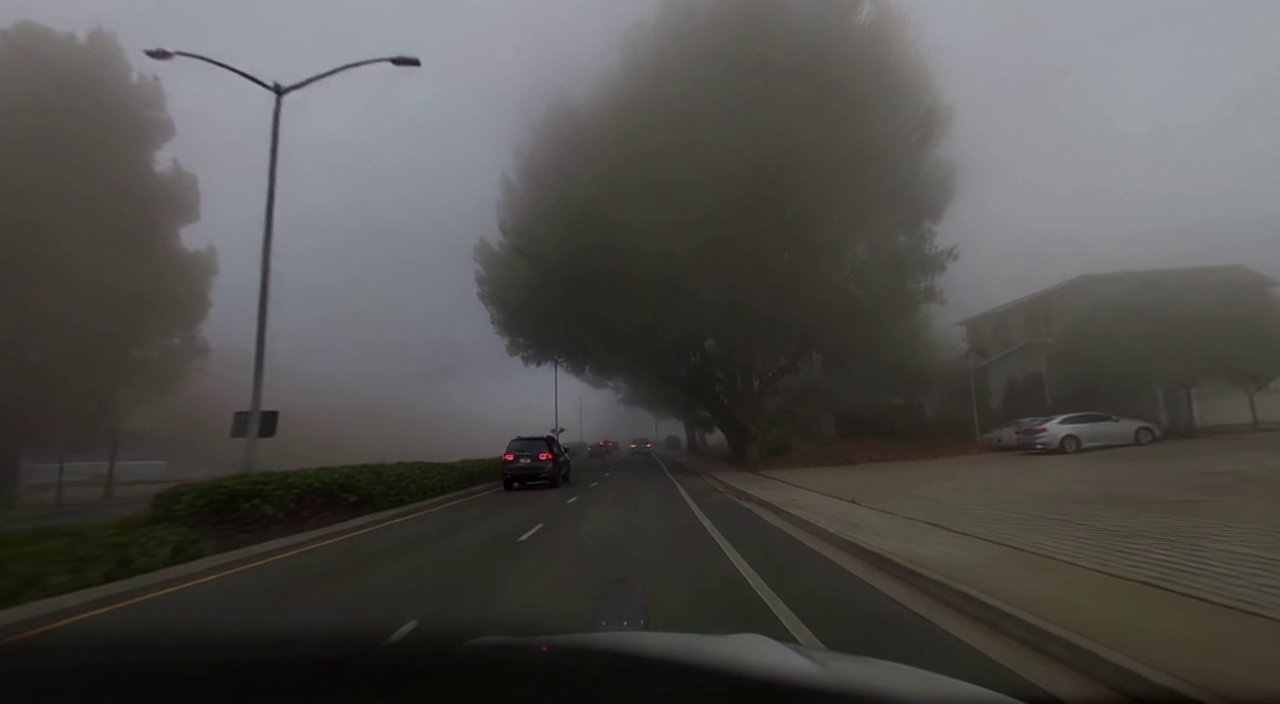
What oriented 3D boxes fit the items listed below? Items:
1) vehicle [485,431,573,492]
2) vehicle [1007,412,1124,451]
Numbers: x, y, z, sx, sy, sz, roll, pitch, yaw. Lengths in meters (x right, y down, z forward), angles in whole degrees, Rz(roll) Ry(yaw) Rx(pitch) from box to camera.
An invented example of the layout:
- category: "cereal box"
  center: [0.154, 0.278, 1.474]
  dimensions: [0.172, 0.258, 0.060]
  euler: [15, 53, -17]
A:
- category: "vehicle"
  center: [-3.517, 3.572, 20.919]
  dimensions: [2.073, 1.770, 4.302]
  euler: [0, -8, 1]
- category: "vehicle"
  center: [17.876, 3.445, 26.854]
  dimensions: [1.939, 1.477, 5.129]
  euler: [-1, -9, 7]
